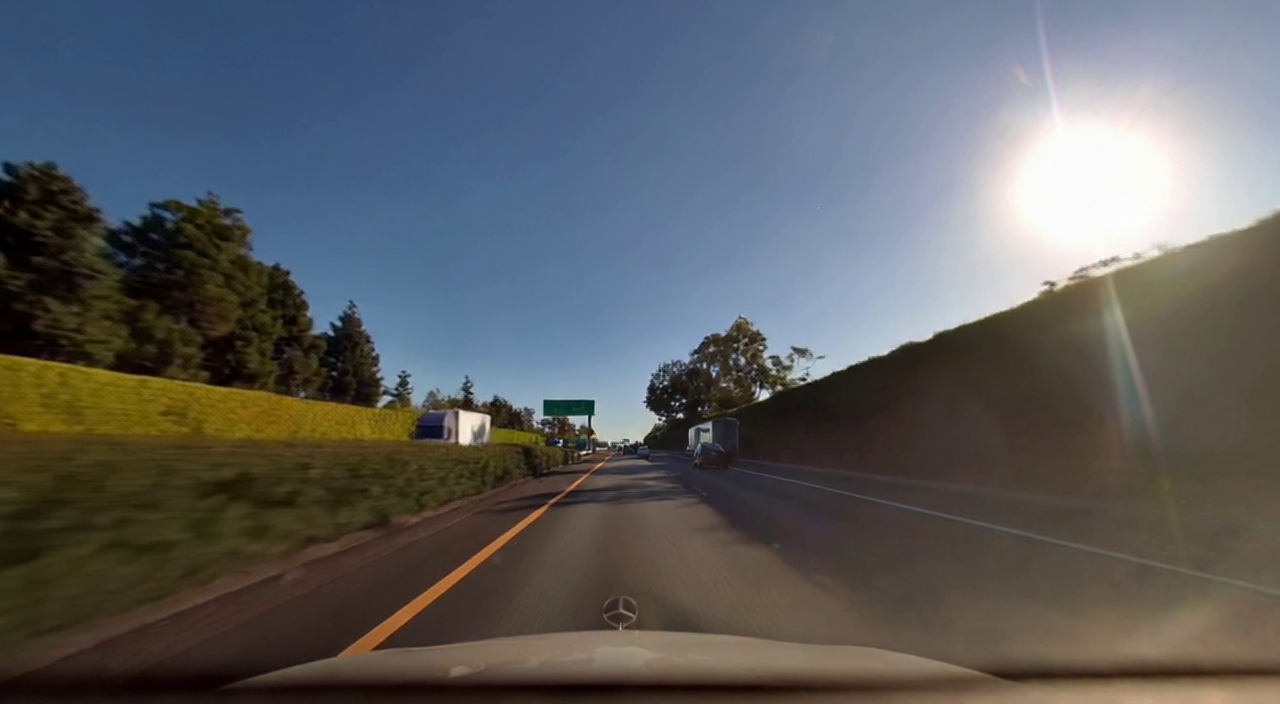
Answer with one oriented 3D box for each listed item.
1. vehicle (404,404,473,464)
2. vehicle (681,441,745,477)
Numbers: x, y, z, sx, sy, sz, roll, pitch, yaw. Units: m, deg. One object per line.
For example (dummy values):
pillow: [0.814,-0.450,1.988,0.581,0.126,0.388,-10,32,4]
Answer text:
vehicle: [-14.241,5.909,44.821,2.974,3.986,5.874,0,-8,-1]
vehicle: [3.291,4.939,29.117,2.244,1.498,4.338,0,-9,-3]
